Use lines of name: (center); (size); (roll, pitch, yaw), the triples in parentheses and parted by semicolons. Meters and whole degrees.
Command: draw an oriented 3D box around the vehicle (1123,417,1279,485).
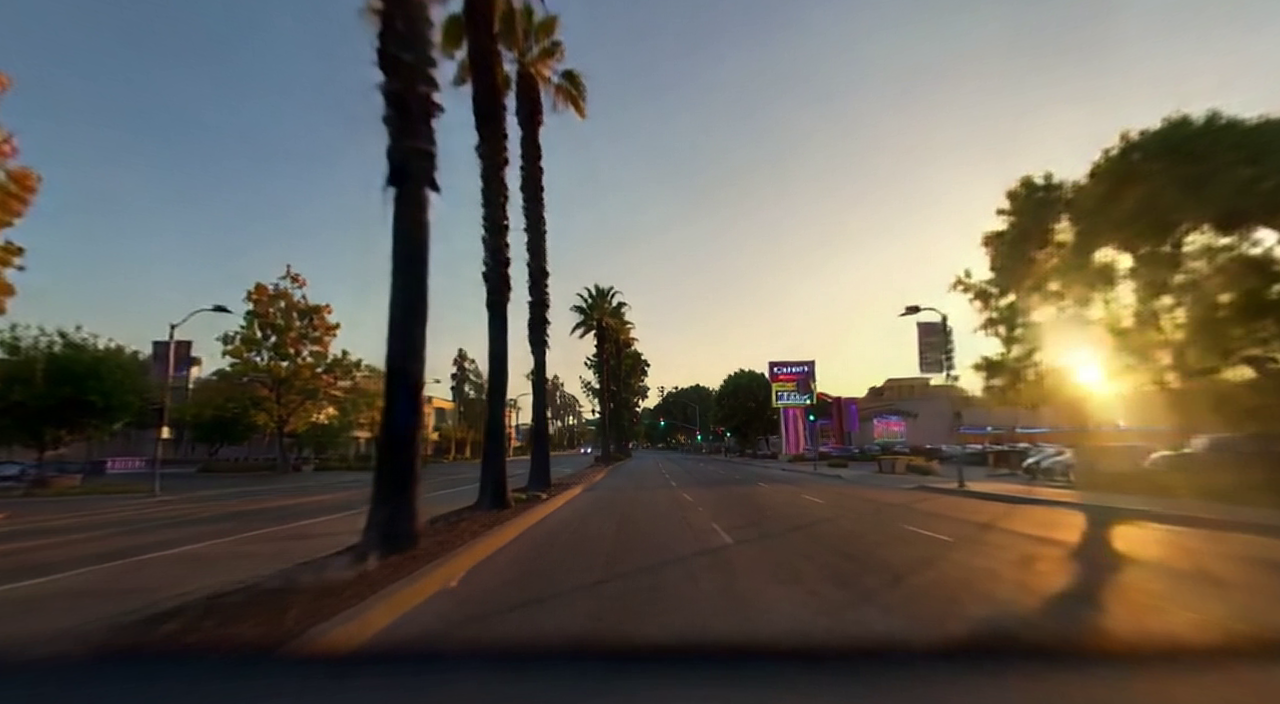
vehicle: (21.307, 3.436, 22.064); (6.489, 2.179, 2.882); (0, -9, -1)

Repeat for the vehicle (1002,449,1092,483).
vehicle: (22.444, 6.279, 35.075); (1.996, 1.683, 4.379); (0, -8, -1)

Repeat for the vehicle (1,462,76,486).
vehicle: (-42.176, 8.511, 44.294); (4.558, 1.473, 2.088); (-4, -9, 24)
